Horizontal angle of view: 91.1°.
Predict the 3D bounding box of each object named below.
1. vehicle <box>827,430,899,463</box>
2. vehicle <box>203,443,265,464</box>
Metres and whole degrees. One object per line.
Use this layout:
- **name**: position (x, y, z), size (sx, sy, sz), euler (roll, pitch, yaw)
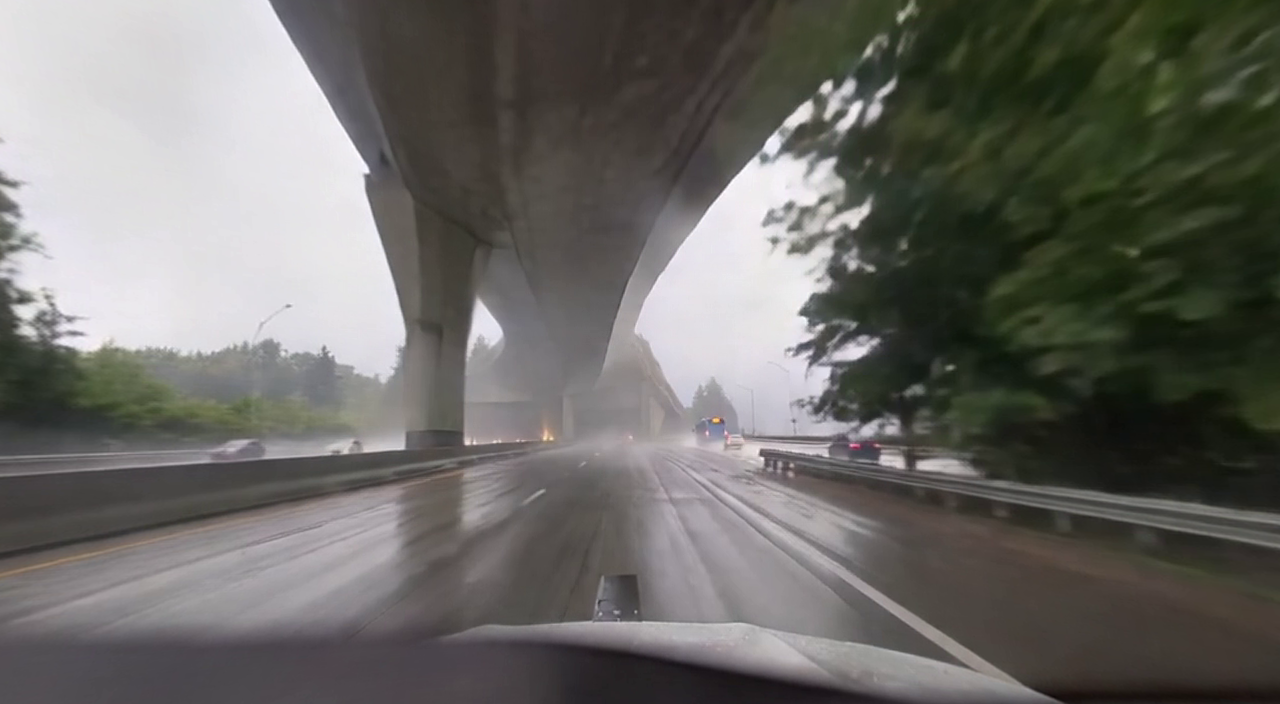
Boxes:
- **vehicle**: position (10.396, 4.419, 29.562), size (1.880, 1.460, 3.770), euler (0, -8, -2)
- **vehicle**: position (-31.150, 7.766, 48.376), size (1.807, 1.517, 4.196), euler (-1, -8, 3)
